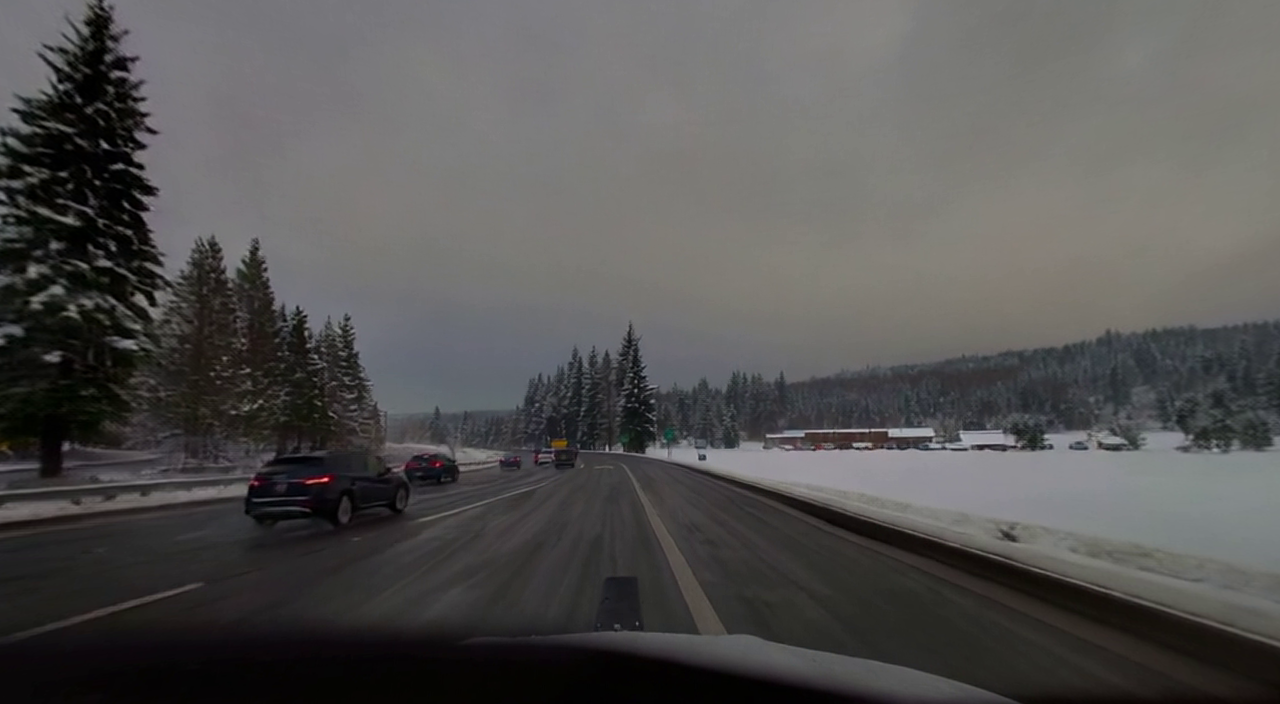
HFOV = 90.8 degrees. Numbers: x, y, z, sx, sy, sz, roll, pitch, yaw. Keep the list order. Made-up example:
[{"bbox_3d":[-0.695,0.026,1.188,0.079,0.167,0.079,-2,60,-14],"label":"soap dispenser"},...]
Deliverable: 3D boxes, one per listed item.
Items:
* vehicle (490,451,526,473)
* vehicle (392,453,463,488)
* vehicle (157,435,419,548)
[{"bbox_3d":[-10.220,8.518,49.111,1.886,1.535,4.742,0,-8,-1],"label":"vehicle"},{"bbox_3d":[-10.059,5.612,30.301,1.781,1.476,4.513,0,-8,1],"label":"vehicle"},{"bbox_3d":[-6.321,2.519,12.216,2.210,1.737,4.649,-1,-8,3],"label":"vehicle"}]
